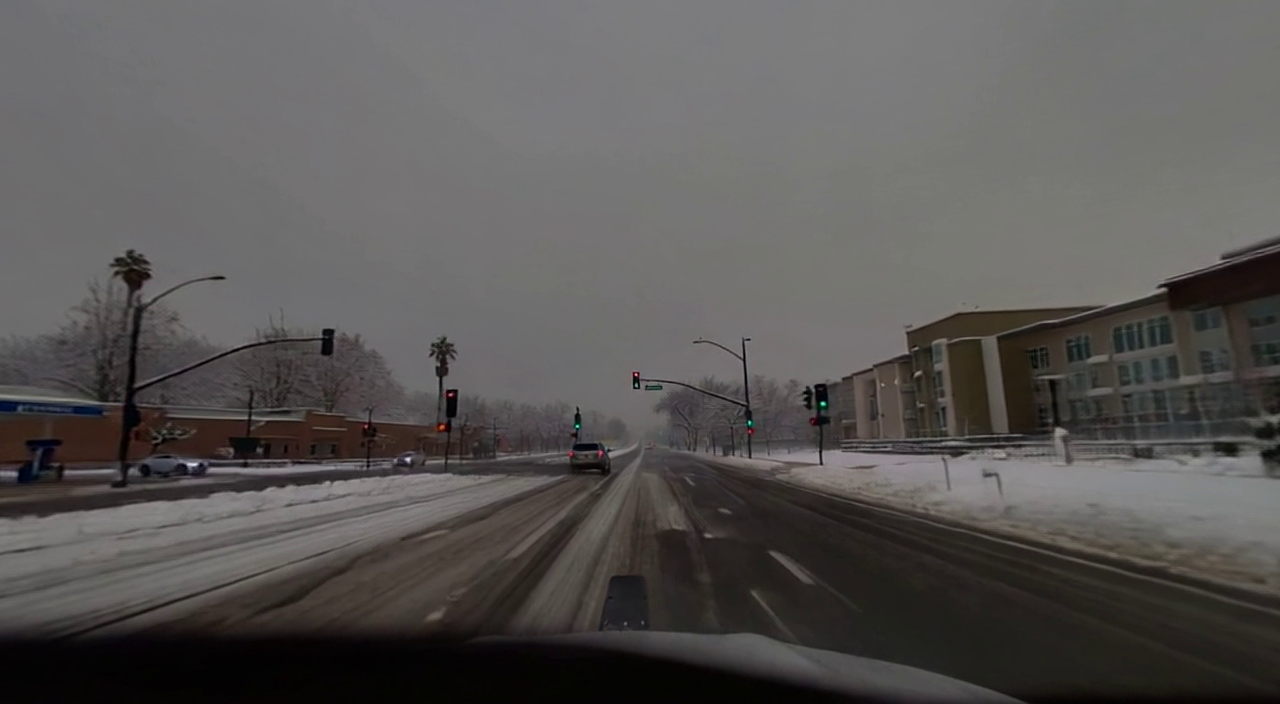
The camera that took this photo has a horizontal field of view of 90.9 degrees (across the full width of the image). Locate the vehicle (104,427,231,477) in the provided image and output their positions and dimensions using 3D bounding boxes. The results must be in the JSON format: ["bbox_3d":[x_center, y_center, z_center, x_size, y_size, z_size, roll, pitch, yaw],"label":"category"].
[{"bbox_3d":[-35.875,7.612,48.037,7.179,3.622,2.857,0,-9,1],"label":"vehicle"}]

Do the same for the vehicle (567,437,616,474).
[{"bbox_3d":[-2.394,5.236,32.087,2.011,1.756,4.478,0,-9,2],"label":"vehicle"}]

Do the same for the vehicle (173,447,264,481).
[{"bbox_3d":[-27.948,7.414,41.921,4.597,1.952,2.040,-3,-7,-1],"label":"vehicle"}]
